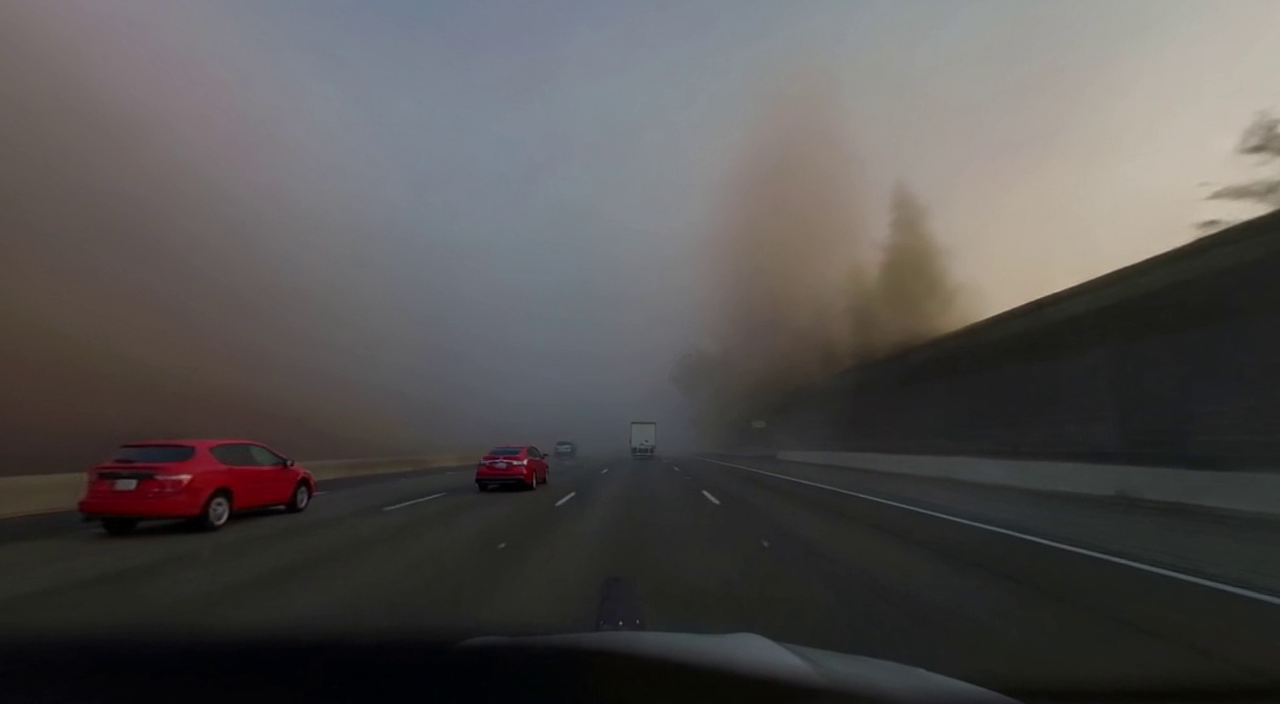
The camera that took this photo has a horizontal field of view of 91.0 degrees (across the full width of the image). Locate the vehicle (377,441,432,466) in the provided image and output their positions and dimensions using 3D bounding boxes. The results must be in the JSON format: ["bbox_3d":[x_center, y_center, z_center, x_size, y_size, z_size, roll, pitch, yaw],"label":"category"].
[{"bbox_3d":[-16.970,7.332,45.640,2.081,1.639,4.832,0,-9,1],"label":"vehicle"}]

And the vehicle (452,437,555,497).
[{"bbox_3d":[-3.801,3.272,18.348,2.000,1.512,4.371,0,-9,0],"label":"vehicle"}]

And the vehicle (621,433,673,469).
[{"bbox_3d":[0.336,5.872,37.390,2.856,1.994,4.931,0,-9,-1],"label":"vehicle"}]

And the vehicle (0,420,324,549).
[{"bbox_3d":[-7.697,2.099,10.698,2.189,1.673,4.699,0,-9,0],"label":"vehicle"}]
